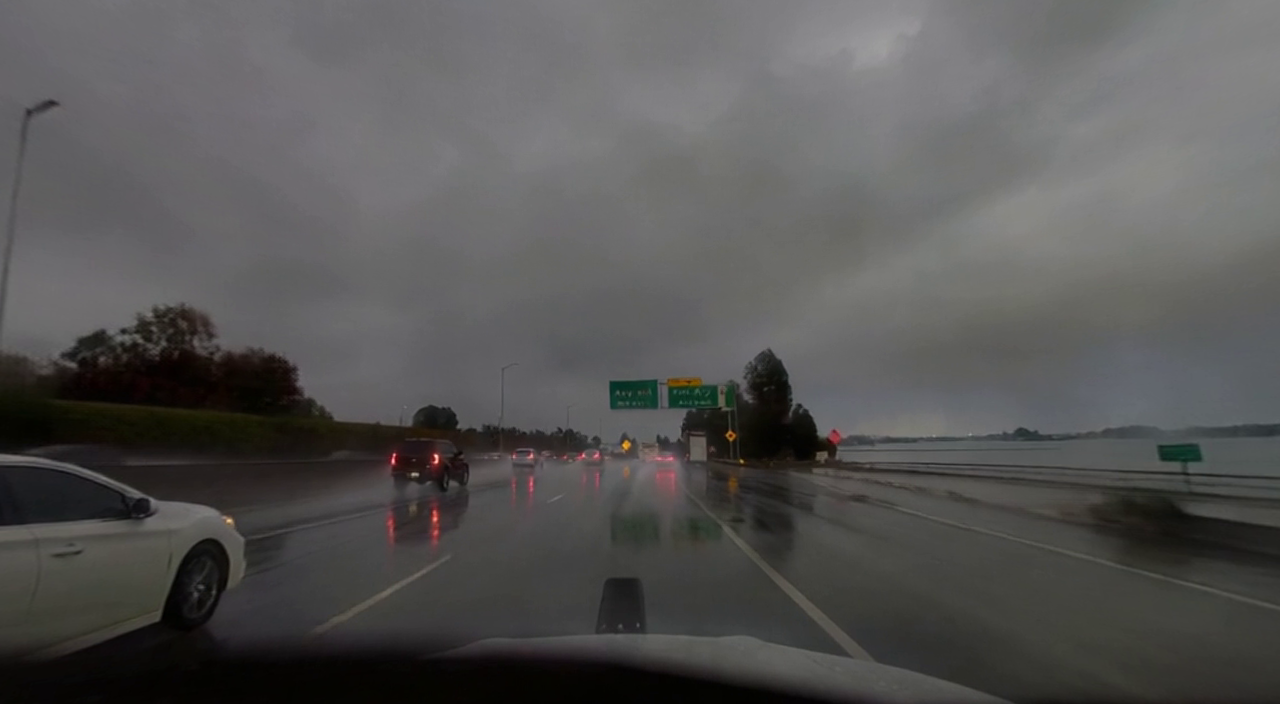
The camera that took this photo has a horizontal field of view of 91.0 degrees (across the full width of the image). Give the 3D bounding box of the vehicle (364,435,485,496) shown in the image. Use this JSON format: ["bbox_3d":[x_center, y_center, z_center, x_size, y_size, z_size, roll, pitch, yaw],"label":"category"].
[{"bbox_3d":[-7.502,4.009,22.742,2.250,1.870,5.647,0,-9,1],"label":"vehicle"}]

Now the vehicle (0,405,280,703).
[{"bbox_3d":[-4.167,1.039,3.112,2.027,1.547,4.511,0,-9,1],"label":"vehicle"}]

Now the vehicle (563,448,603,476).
[{"bbox_3d":[-3.729,7.307,42.118,2.132,1.708,4.571,0,-9,2],"label":"vehicle"}]

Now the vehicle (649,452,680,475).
[{"bbox_3d":[1.832,8.194,46.438,2.153,1.510,4.646,0,-9,2],"label":"vehicle"}]
